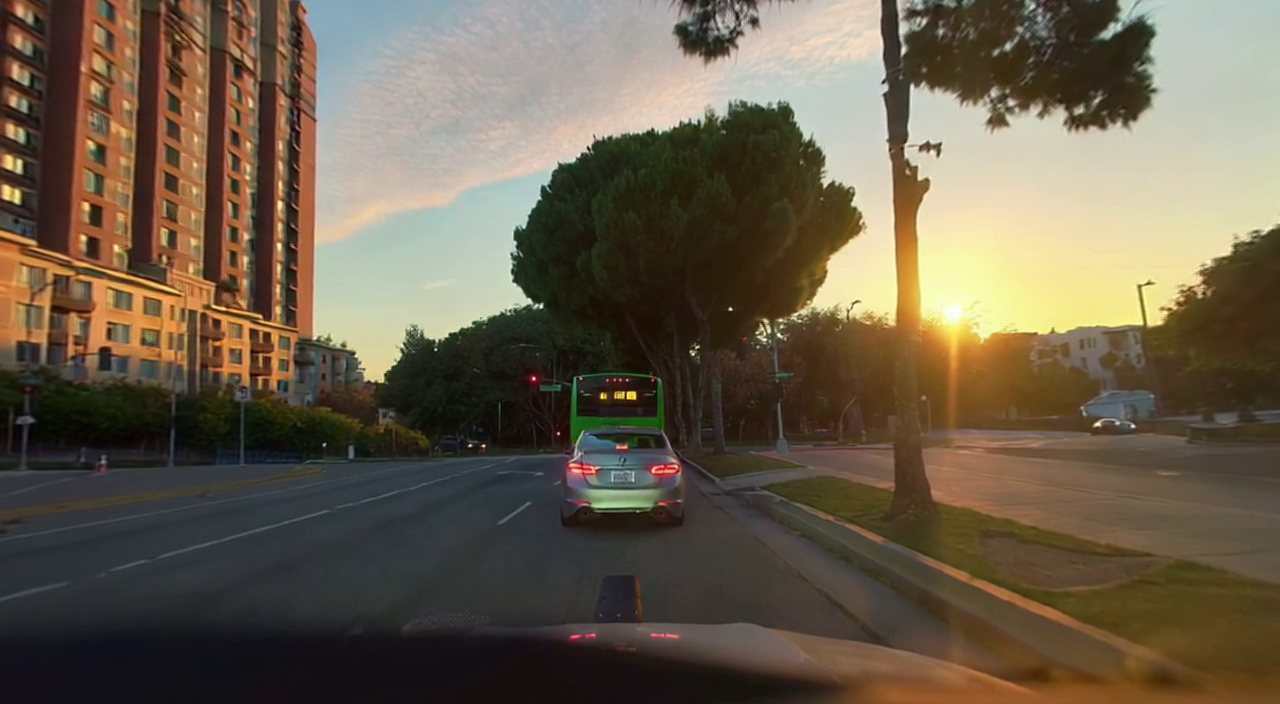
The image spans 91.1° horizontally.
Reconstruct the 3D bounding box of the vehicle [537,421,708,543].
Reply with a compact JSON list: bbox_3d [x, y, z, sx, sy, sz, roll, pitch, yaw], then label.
[{"bbox_3d":[-0.256,1.844,9.656,2.064,1.452,3.942,0,-8,-1],"label":"vehicle"}]
